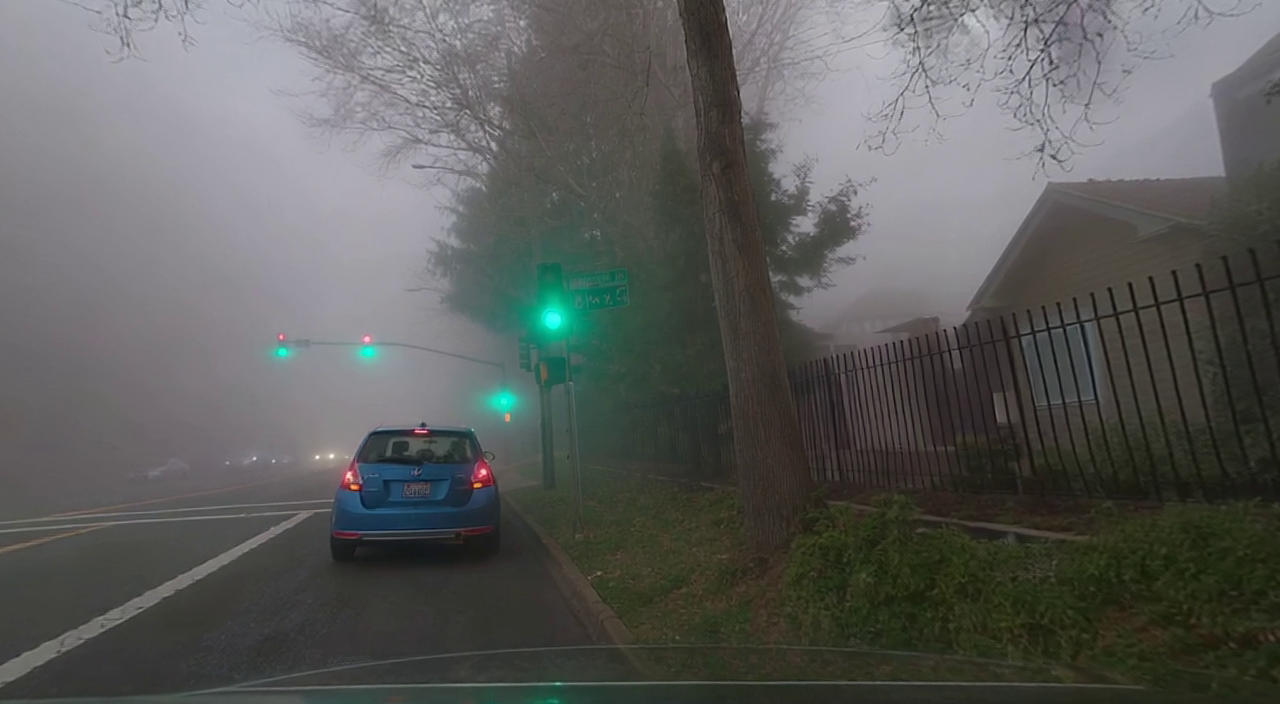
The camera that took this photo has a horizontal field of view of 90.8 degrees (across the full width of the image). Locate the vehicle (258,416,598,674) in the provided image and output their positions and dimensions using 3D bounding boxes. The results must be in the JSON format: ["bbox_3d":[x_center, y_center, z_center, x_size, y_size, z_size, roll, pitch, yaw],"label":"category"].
[{"bbox_3d":[-1.813,1.442,5.848,2.024,1.502,3.702,2,-9,-17],"label":"vehicle"}]

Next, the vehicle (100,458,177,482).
[{"bbox_3d":[-37.240,8.736,47.011,3.959,1.680,1.785,2,-9,-11],"label":"vehicle"}]
